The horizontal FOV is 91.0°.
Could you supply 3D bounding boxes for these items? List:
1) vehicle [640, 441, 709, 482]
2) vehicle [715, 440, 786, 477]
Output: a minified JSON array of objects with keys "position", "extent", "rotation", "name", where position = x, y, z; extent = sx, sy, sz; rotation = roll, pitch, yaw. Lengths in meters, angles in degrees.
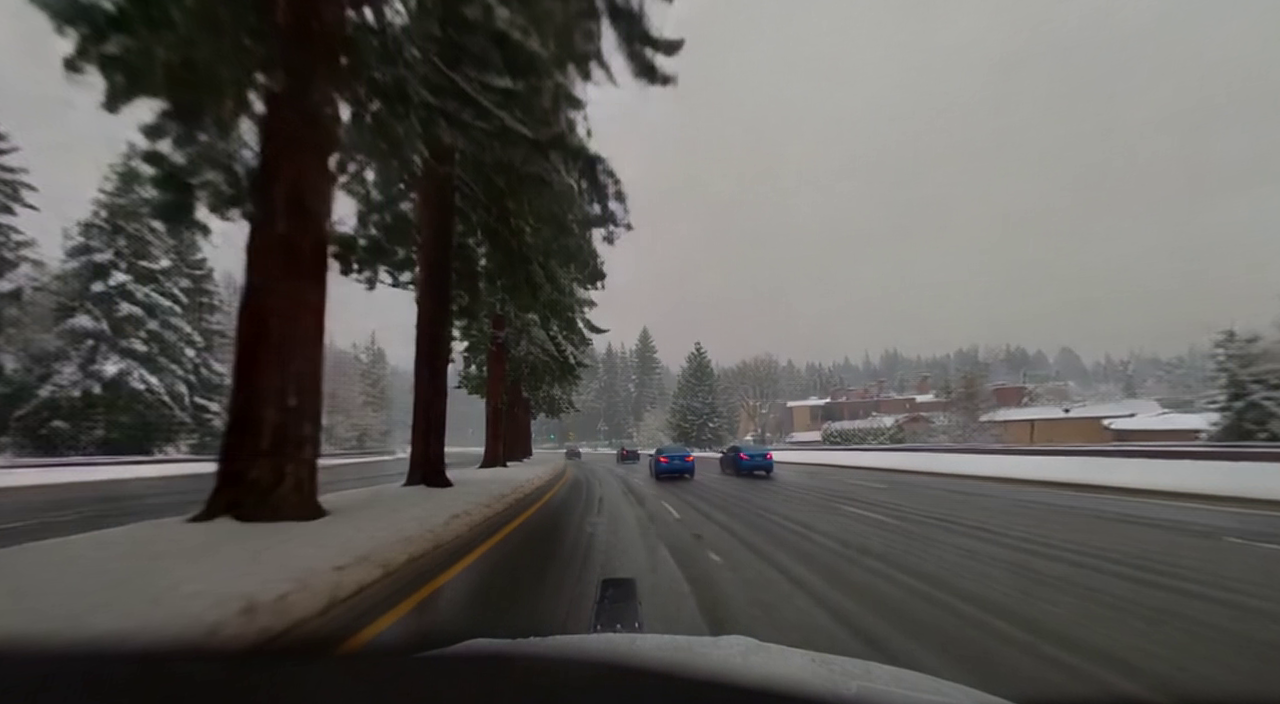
[{"position":[1.256,4.286,24.966],"extent":[2.077,1.464,4.134],"rotation":[1,-8,-6],"name":"vehicle"},{"position":[4.734,4.615,27.598],"extent":[1.901,1.474,4.363],"rotation":[1,-8,-6],"name":"vehicle"}]
